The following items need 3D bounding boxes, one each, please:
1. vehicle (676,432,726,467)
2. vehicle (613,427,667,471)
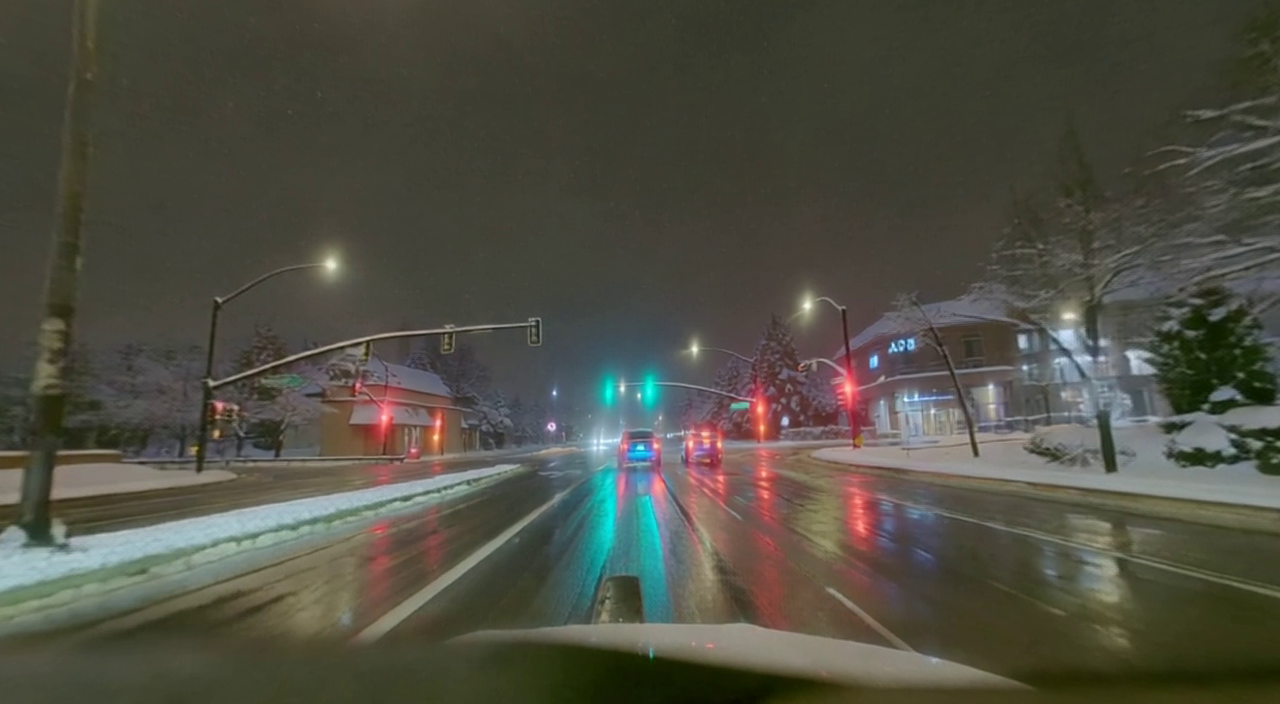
[{"bbox_3d":[3.222,5.228,34.074,2.107,1.736,4.228,0,-8,-2],"label":"vehicle"},{"bbox_3d":[-0.098,4.714,30.845,2.413,1.939,4.716,0,-8,-2],"label":"vehicle"}]
